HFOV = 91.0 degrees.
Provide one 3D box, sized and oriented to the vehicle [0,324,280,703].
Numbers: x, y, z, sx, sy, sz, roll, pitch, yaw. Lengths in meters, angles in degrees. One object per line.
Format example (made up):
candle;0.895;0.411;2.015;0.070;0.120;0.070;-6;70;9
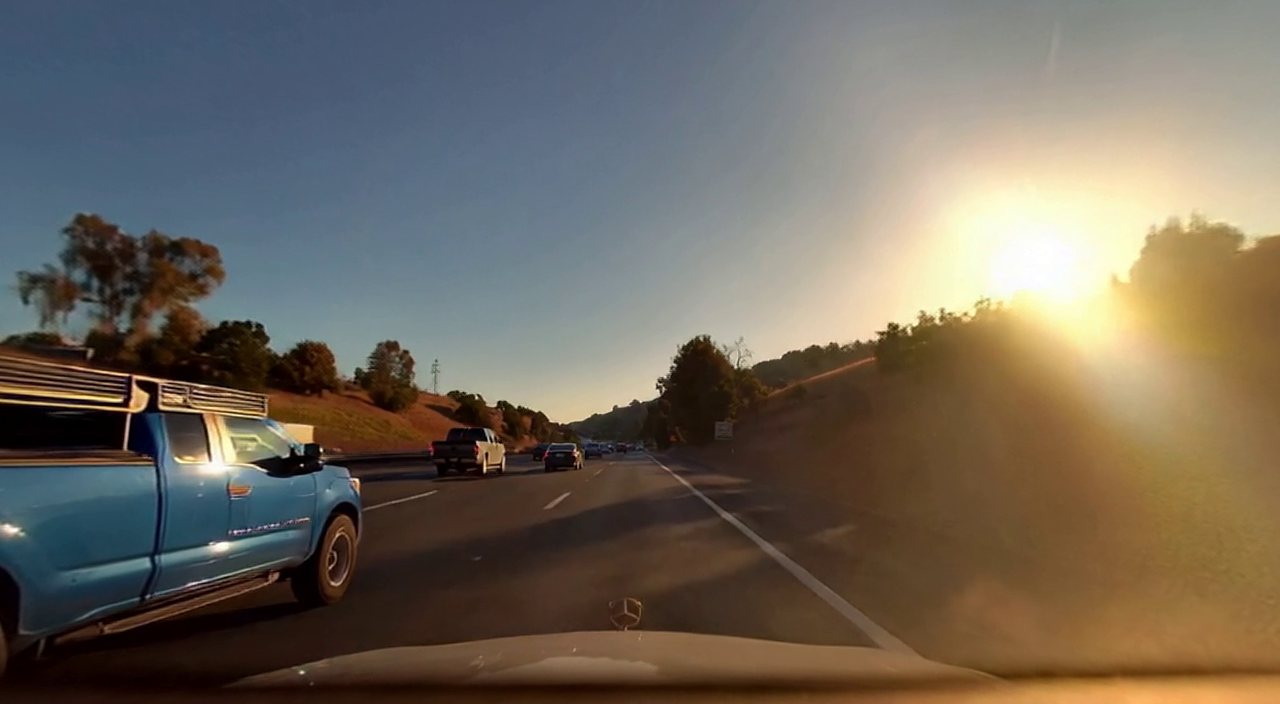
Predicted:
vehicle;-4.051;0.726;2.506;2.200;1.807;5.041;0;-9;1

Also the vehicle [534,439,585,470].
vehicle;-4.152;5.367;33.028;2.012;1.509;4.359;0;-9;1

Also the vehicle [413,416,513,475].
vehicle;-7.556;4.115;27.690;2.594;2.254;6.028;0;-9;0
